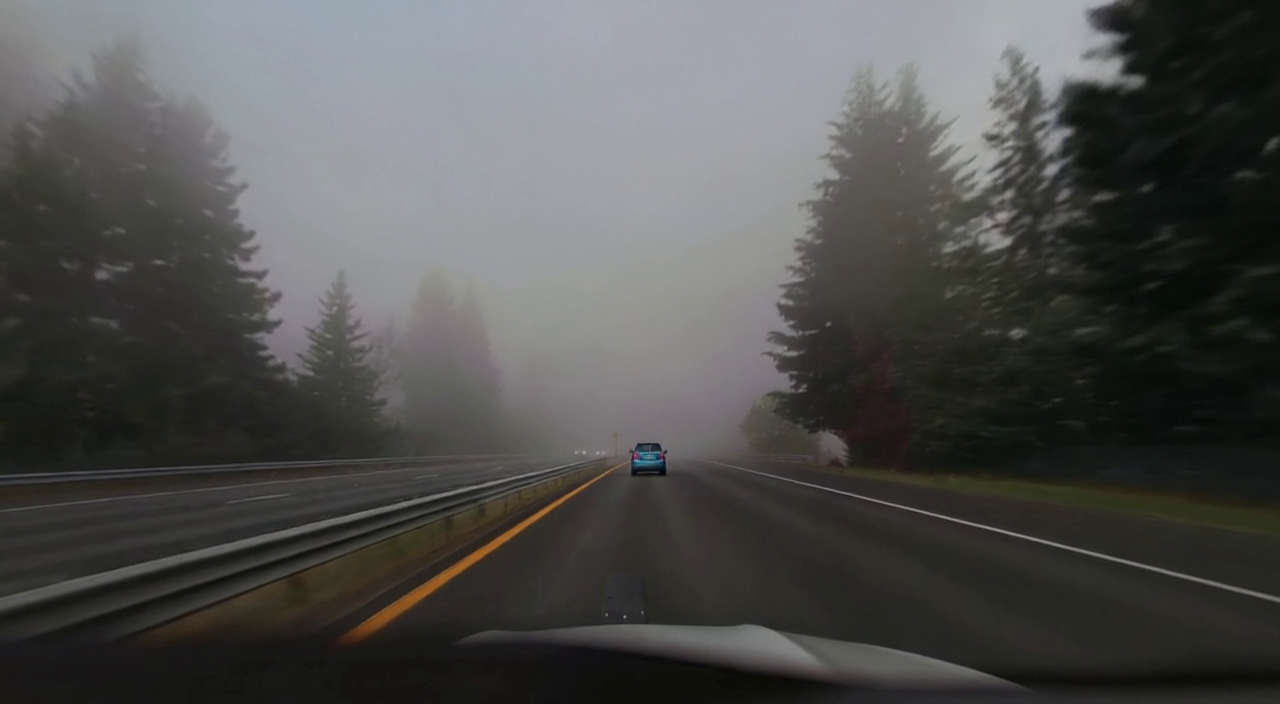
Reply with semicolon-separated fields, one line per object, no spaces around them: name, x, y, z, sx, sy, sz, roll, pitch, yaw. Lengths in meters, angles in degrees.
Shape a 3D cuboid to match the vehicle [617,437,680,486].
vehicle;0.324;4.128;23.983;2.190;1.706;4.062;0;-9;1
